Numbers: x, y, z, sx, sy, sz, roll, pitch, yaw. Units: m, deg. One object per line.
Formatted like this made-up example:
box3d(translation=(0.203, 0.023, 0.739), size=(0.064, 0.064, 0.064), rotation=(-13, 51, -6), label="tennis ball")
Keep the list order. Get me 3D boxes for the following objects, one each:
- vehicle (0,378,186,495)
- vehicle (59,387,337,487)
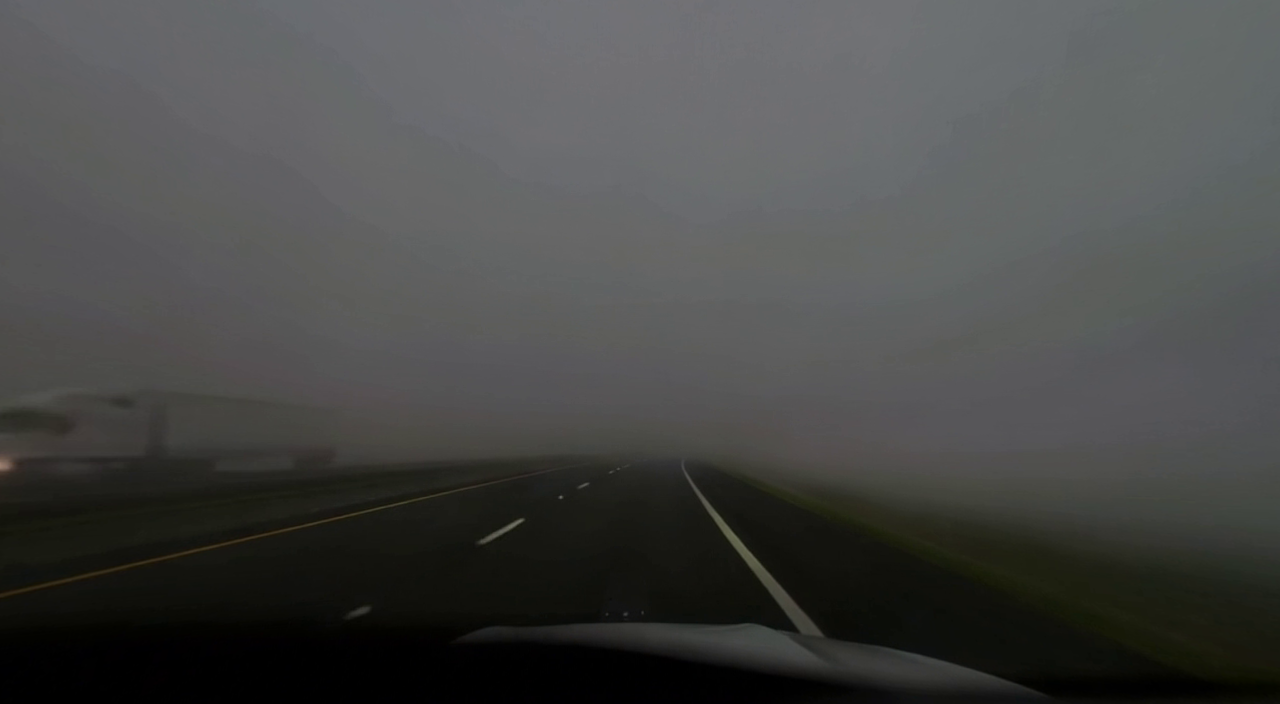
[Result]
box3d(translation=(-23.348, 3.519, 25.735), size=(3.037, 3.998, 8.244), rotation=(-1, -9, 3), label="vehicle")
box3d(translation=(-22.841, 4.871, 35.245), size=(2.906, 4.213, 16.623), rotation=(-1, -9, 3), label="vehicle")
